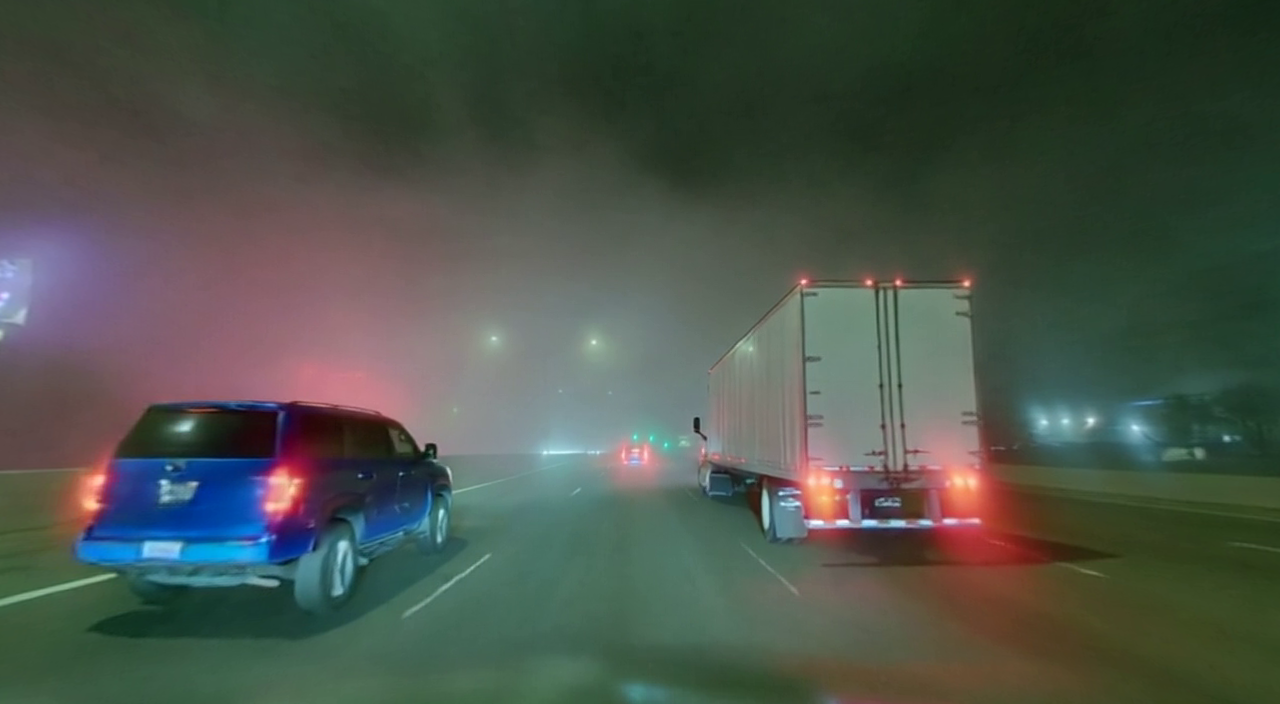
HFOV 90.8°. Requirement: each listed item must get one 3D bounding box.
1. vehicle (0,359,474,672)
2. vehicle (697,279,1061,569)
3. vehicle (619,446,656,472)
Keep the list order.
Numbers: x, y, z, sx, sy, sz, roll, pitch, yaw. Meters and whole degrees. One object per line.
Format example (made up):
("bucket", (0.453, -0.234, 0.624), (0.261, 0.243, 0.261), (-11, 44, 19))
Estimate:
("vehicle", (-3.356, 1.287, 6.070), (2.229, 1.806, 4.698), (0, -9, 0))
("vehicle", (3.175, 1.585, 12.717), (2.934, 3.325, 10.986), (0, -9, -1))
("vehicle", (-0.151, 6.010, 35.761), (1.929, 1.395, 3.999), (0, -8, 0))
